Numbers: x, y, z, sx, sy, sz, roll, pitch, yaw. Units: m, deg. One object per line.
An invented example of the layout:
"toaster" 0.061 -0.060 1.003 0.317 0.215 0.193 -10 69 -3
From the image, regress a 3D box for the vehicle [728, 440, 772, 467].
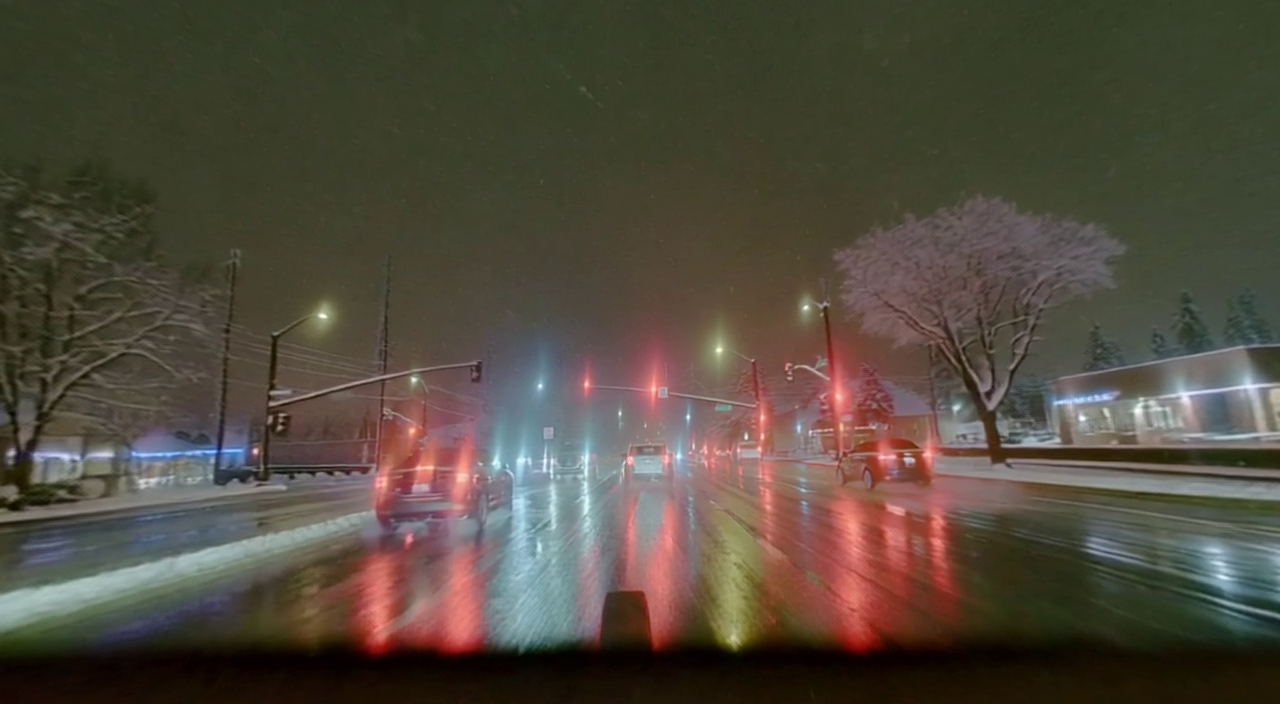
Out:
"vehicle" 7.279 6.765 42.176 2.044 1.701 4.397 0 -8 -1

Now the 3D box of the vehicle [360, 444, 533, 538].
"vehicle" -3.471 2.548 12.300 1.938 1.472 4.399 0 -8 0

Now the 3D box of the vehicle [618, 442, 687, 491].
"vehicle" 0.366 3.793 21.288 2.096 1.473 3.893 0 -8 0

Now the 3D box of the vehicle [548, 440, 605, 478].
"vehicle" -2.979 5.136 30.494 2.219 1.699 4.090 -1 -8 1

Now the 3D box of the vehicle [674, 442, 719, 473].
"vehicle" 2.963 5.664 34.003 1.988 1.528 4.144 0 -8 -1

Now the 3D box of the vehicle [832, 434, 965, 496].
"vehicle" 7.168 3.169 18.046 1.892 1.515 4.400 0 -8 -1
